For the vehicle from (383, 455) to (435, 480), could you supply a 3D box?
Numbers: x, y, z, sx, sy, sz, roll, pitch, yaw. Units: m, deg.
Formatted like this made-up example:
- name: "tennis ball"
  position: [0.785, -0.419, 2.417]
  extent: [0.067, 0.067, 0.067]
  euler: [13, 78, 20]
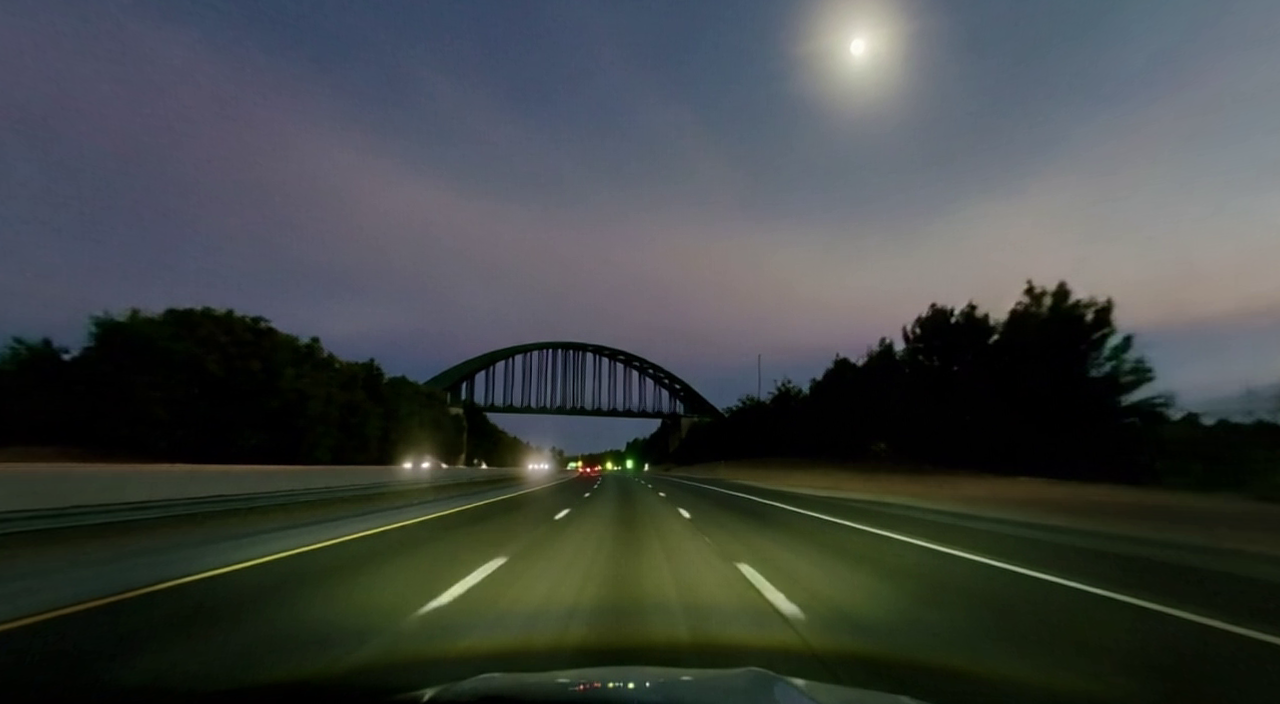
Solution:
- name: "vehicle"
  position: [-17.317, 8.731, 47.537]
  extent: [2.078, 1.771, 5.233]
  euler: [1, -10, -2]
